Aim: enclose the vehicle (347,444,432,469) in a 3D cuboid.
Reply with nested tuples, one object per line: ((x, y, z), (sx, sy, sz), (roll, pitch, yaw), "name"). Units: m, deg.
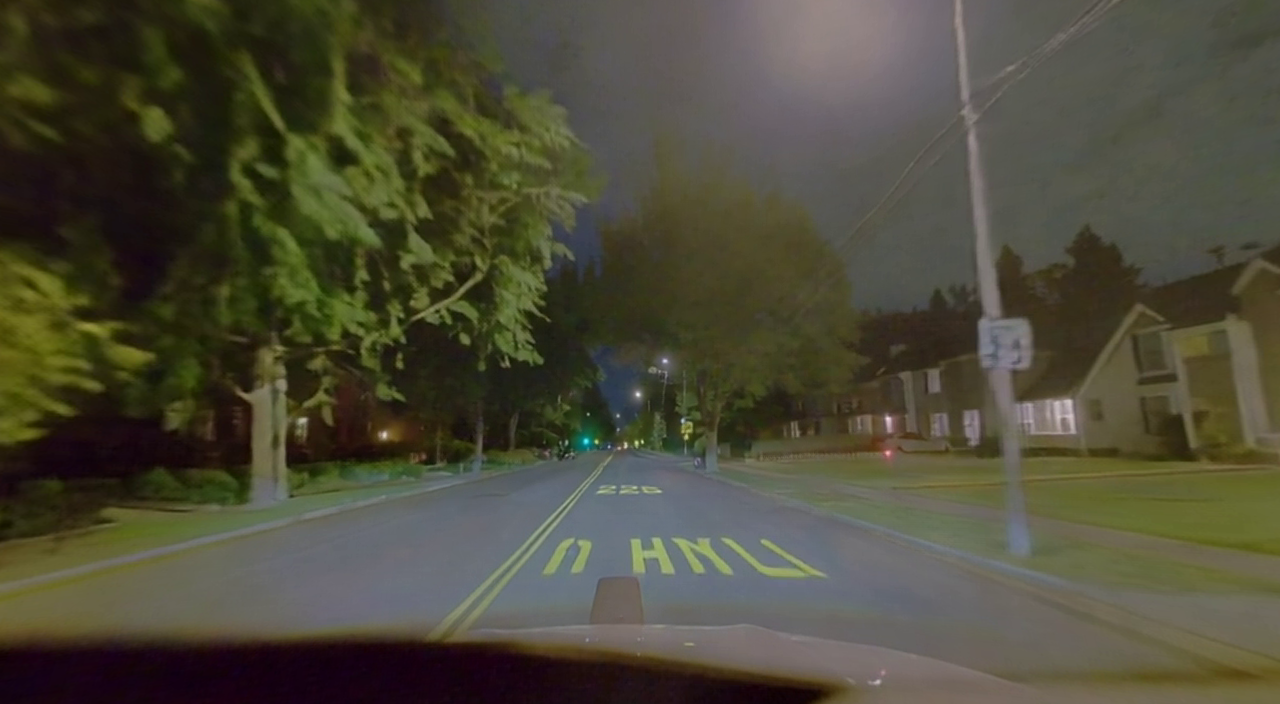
((-15.309, 6.416, 38.782), (4.388, 1.449, 1.882), (0, -9, -2), "vehicle")

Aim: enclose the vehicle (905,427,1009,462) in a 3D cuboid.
((15.960, 4.667, 31.960), (4.198, 1.697, 1.984), (1, -9, -5), "vehicle")
